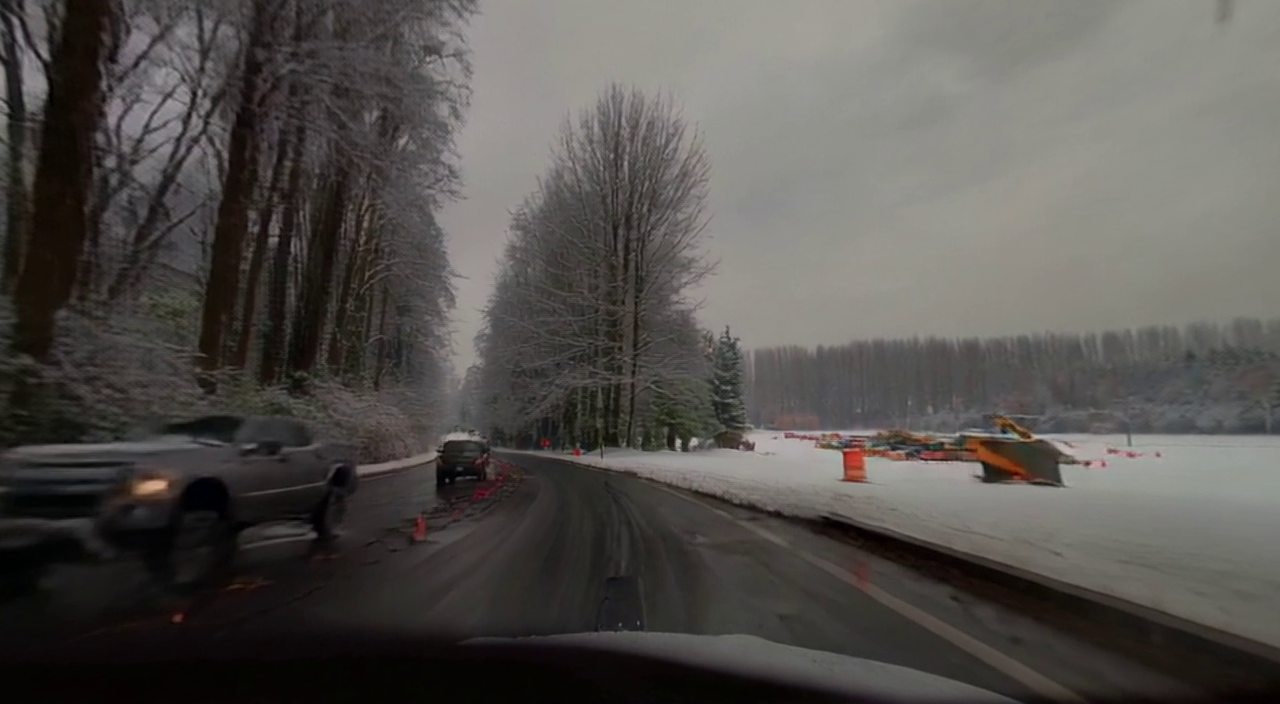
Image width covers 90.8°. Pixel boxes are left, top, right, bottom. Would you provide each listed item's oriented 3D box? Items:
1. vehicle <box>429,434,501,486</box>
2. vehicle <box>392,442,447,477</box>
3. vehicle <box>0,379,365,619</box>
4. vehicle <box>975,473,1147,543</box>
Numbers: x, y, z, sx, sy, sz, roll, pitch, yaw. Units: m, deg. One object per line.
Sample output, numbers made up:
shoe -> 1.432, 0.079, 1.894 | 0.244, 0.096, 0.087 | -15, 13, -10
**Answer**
vehicle -> -7.125, 4.425, 26.225 | 2.193, 1.885, 4.474 | 0, -8, -7
vehicle -> -12.585, 6.129, 36.388 | 2.206, 1.837, 4.550 | 1, -8, -9
vehicle -> -5.638, 1.673, 8.111 | 2.260, 2.162, 4.555 | 0, -8, -2
vehicle -> 13.433, 4.920, 20.244 | 4.549, 1.745, 1.960 | 1, -5, -14
